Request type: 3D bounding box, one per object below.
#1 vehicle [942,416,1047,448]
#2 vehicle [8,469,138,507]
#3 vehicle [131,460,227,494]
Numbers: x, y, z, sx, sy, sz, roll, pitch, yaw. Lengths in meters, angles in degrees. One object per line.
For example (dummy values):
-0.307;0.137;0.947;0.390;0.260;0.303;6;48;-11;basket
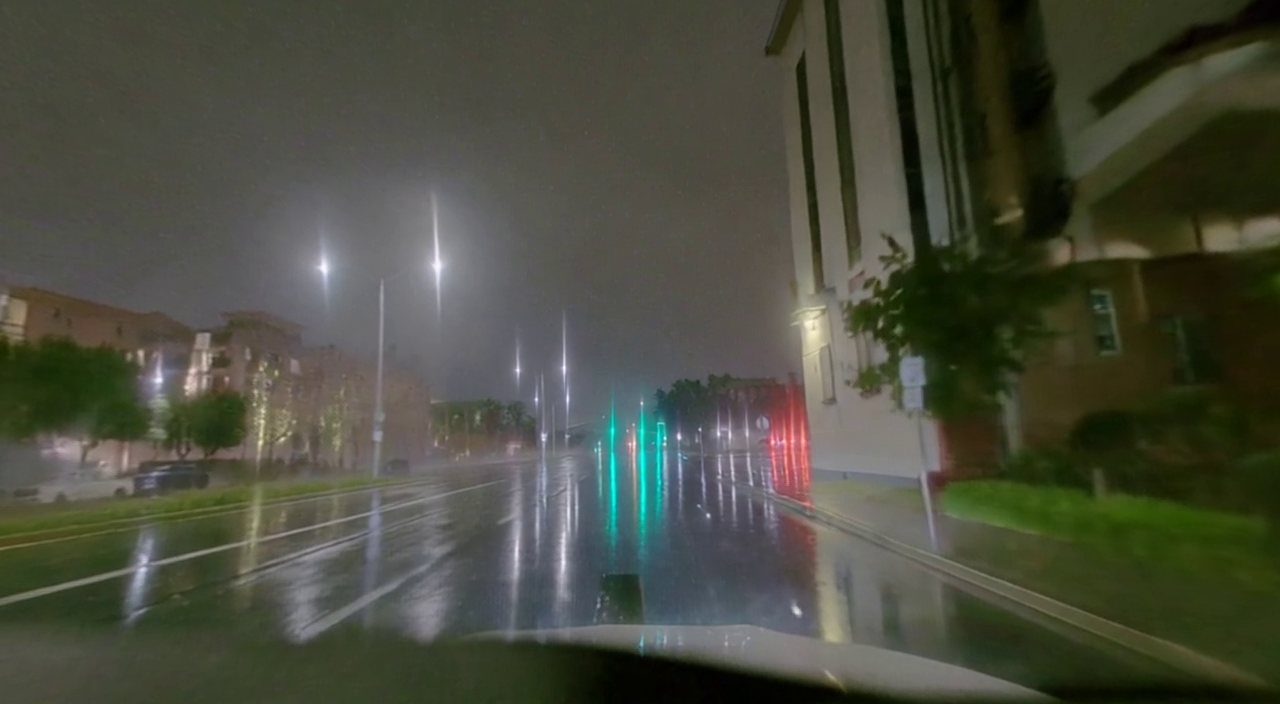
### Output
22.332;5.064;39.984;5.135;1.964;2.402;0;-7;1;vehicle
-26.920;6.436;30.248;1.916;1.456;4.597;0;-8;1;vehicle
-26.470;7.162;36.495;1.931;1.673;4.623;-1;-8;2;vehicle
